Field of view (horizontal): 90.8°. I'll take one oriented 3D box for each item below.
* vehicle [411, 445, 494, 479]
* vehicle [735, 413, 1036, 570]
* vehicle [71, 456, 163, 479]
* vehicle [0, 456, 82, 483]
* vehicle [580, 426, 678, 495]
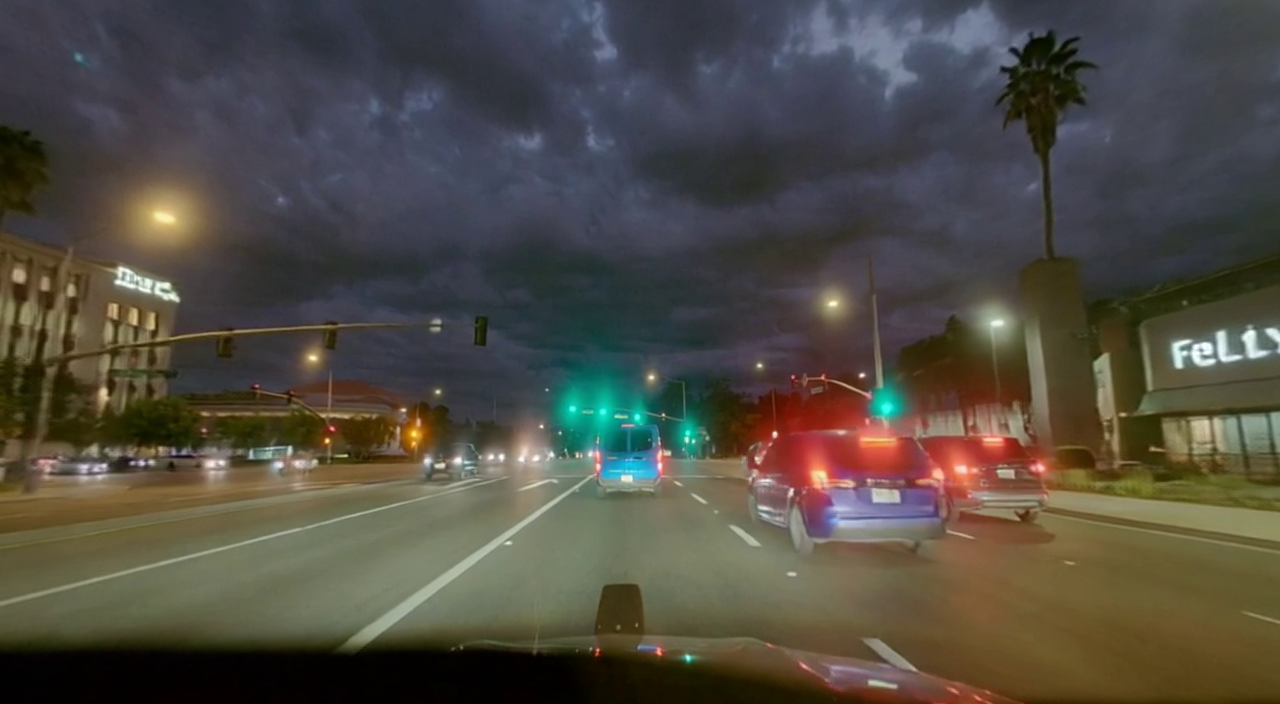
[{"bbox_3d":[-10.074,5.833,33.795,4.681,1.653,2.109,-8,-12,43],"label":"vehicle"},{"bbox_3d":[3.142,1.935,9.615,2.462,1.736,4.899,0,-9,-2],"label":"vehicle"},{"bbox_3d":[-38.764,8.552,46.951,4.644,1.622,2.315,0,-9,-3],"label":"vehicle"},{"bbox_3d":[-41.084,7.941,42.795,4.485,1.732,2.120,0,-9,-1],"label":"vehicle"},{"bbox_3d":[-0.449,3.609,21.422,2.848,1.991,5.706,0,-9,-3],"label":"vehicle"}]
